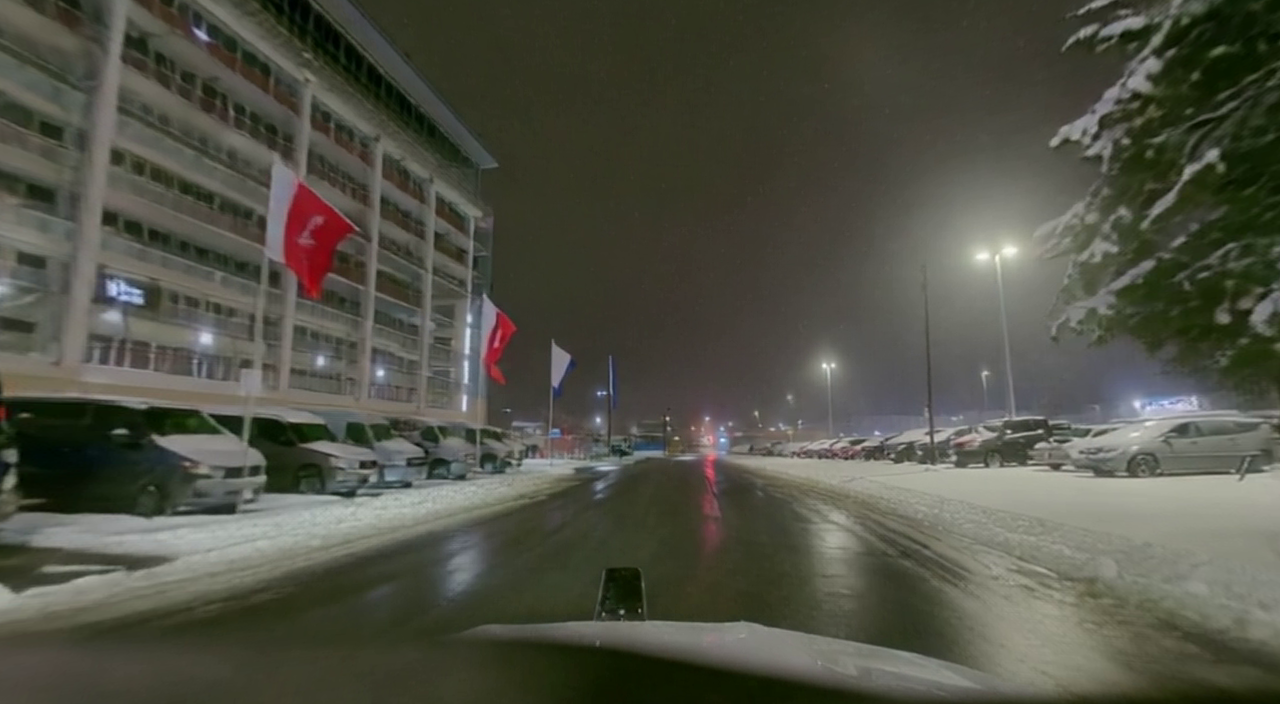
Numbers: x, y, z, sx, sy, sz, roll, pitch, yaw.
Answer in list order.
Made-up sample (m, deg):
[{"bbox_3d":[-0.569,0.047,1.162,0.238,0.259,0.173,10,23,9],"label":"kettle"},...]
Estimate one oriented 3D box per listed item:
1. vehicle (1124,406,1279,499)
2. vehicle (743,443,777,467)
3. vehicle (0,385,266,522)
[{"bbox_3d":[13.076,2.099,13.461,4.766,1.676,2.167,3,-9,-23],"label":"vehicle"},{"bbox_3d":[8.952,7.707,47.404,2.026,1.659,4.314,-1,-8,5],"label":"vehicle"},{"bbox_3d":[-10.868,1.810,11.783,6.505,2.227,2.242,-1,-7,5],"label":"vehicle"}]
